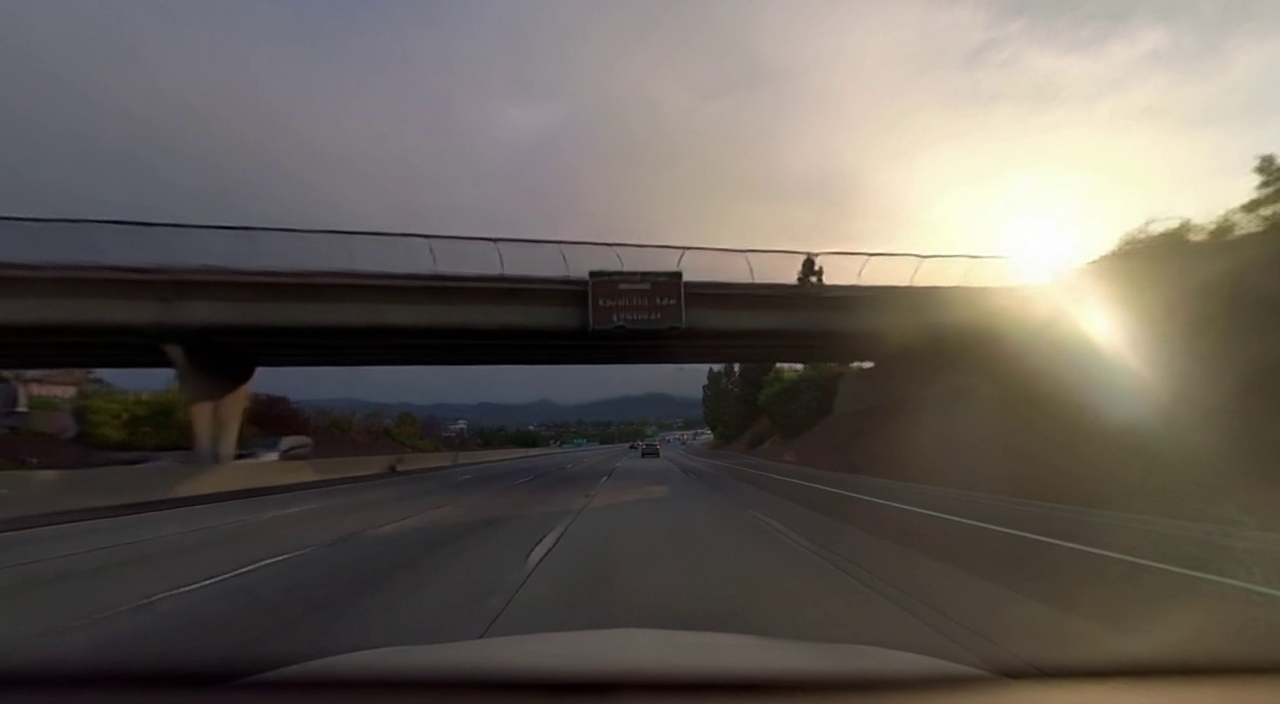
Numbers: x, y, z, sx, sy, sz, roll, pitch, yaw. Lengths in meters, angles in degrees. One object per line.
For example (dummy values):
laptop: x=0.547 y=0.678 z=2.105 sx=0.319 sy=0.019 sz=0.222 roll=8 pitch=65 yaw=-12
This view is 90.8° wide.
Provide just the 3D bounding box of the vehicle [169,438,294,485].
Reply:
vehicle: x=-15.052 y=4.020 z=23.561 sx=1.806 sy=1.563 sz=3.887 roll=-1 pitch=-8 yaw=6

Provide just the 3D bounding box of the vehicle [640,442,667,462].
vehicle: x=1.015 y=7.747 z=49.075 sx=1.970 sy=1.477 sz=4.158 roll=0 pitch=-8 yaw=0
